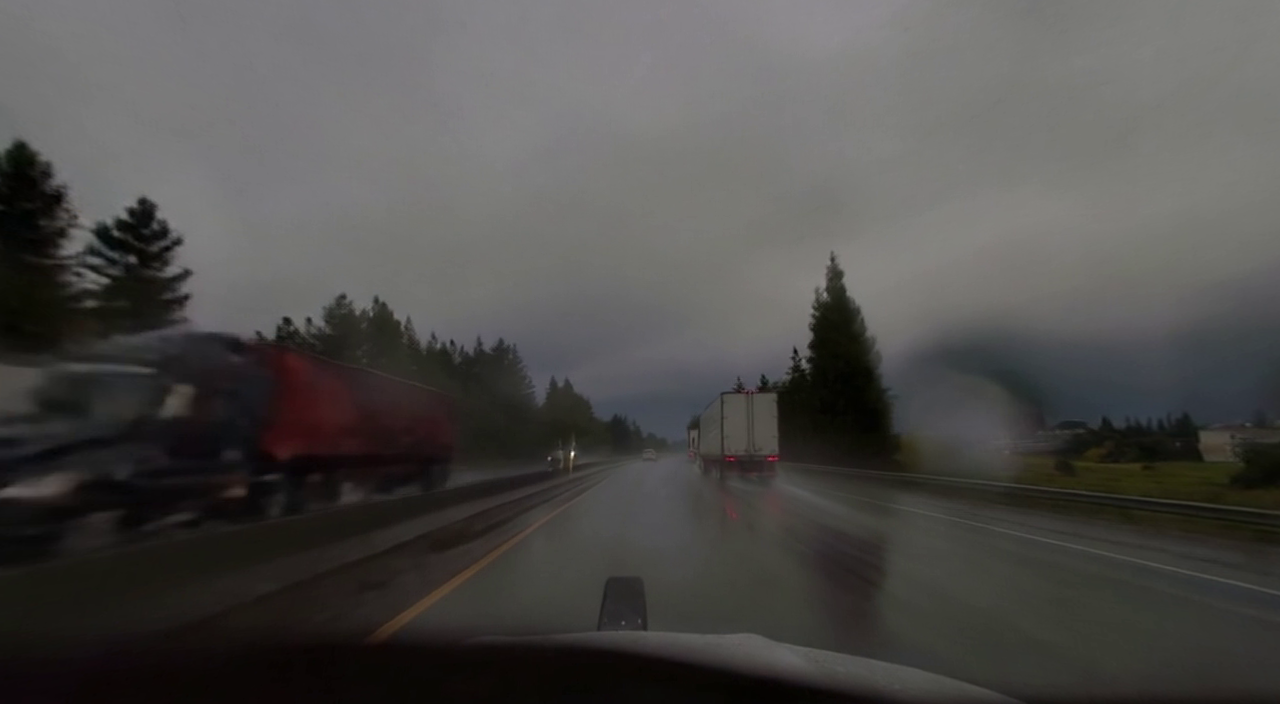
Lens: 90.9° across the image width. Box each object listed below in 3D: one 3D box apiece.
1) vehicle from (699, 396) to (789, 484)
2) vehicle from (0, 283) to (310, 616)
[{"bbox_3d":[4.764,4.496,31.541,2.866,3.558,11.674,0,-9,2],"label":"vehicle"},{"bbox_3d":[-8.653,1.541,10.418,3.016,3.937,5.836,0,-9,0],"label":"vehicle"}]
